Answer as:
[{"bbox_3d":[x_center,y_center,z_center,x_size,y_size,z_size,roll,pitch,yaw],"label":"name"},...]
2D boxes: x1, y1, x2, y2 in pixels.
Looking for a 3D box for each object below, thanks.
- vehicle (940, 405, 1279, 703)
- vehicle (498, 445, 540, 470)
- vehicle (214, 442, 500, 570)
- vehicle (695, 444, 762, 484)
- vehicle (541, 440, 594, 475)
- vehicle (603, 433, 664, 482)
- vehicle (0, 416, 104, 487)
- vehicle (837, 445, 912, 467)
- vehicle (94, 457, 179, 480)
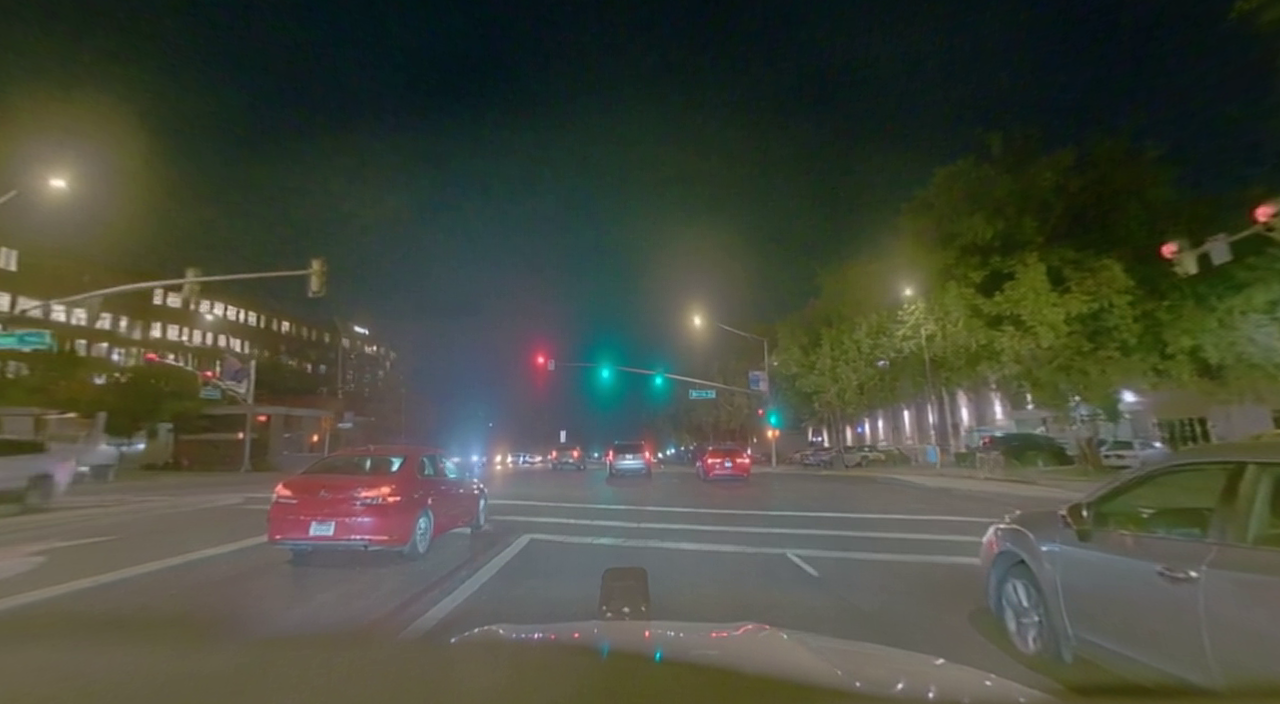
[{"bbox_3d":[3.137,0.938,2.171,2.052,1.475,4.540,0,-8,1],"label":"vehicle"},{"bbox_3d":[-8.766,7.643,46.009,2.059,1.559,4.709,-4,-8,1],"label":"vehicle"},{"bbox_3d":[-3.551,1.976,8.903,2.115,1.369,3.908,0,-8,2],"label":"vehicle"},{"bbox_3d":[3.500,4.493,25.699,2.058,1.472,4.317,0,-8,0],"label":"vehicle"},{"bbox_3d":[-3.624,5.342,32.235,2.130,1.645,3.995,0,-8,1],"label":"vehicle"},{"bbox_3d":[-0.245,4.436,26.784,2.361,1.898,4.465,0,-8,0],"label":"vehicle"},{"bbox_3d":[-35.049,5.185,33.147,12.467,3.385,3.314,-2,-9,13],"label":"vehicle"},{"bbox_3d":[16.209,7.216,43.741,4.407,1.492,1.930,0,-8,2],"label":"vehicle"},{"bbox_3d":[-36.616,8.465,45.949,4.458,1.494,1.849,4,-9,-26],"label":"vehicle"}]
